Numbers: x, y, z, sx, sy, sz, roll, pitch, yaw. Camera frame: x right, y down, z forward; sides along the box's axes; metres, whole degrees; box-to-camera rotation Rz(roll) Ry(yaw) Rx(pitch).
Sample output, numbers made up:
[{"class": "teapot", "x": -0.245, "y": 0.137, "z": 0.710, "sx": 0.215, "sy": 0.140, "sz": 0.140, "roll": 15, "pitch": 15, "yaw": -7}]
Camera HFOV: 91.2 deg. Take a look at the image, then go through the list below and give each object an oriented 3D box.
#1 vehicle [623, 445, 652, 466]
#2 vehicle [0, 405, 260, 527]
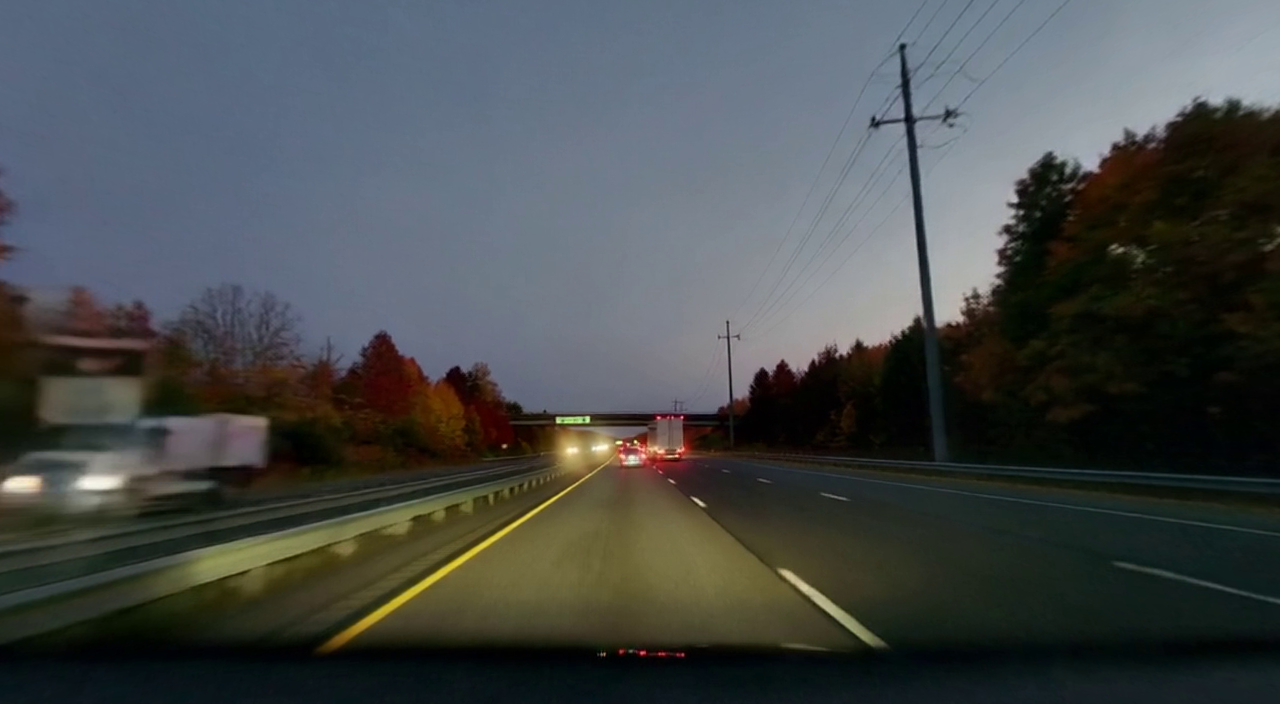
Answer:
[{"class": "vehicle", "x": -0.211, "y": 7.560, "z": 45.846, "sx": 1.961, "sy": 1.454, "sz": 3.755, "roll": 0, "pitch": -9, "yaw": -2}, {"class": "vehicle", "x": -13.643, "y": 3.007, "z": 17.071, "sx": 2.377, "sy": 2.618, "sz": 6.692, "roll": 0, "pitch": -9, "yaw": 0}]
